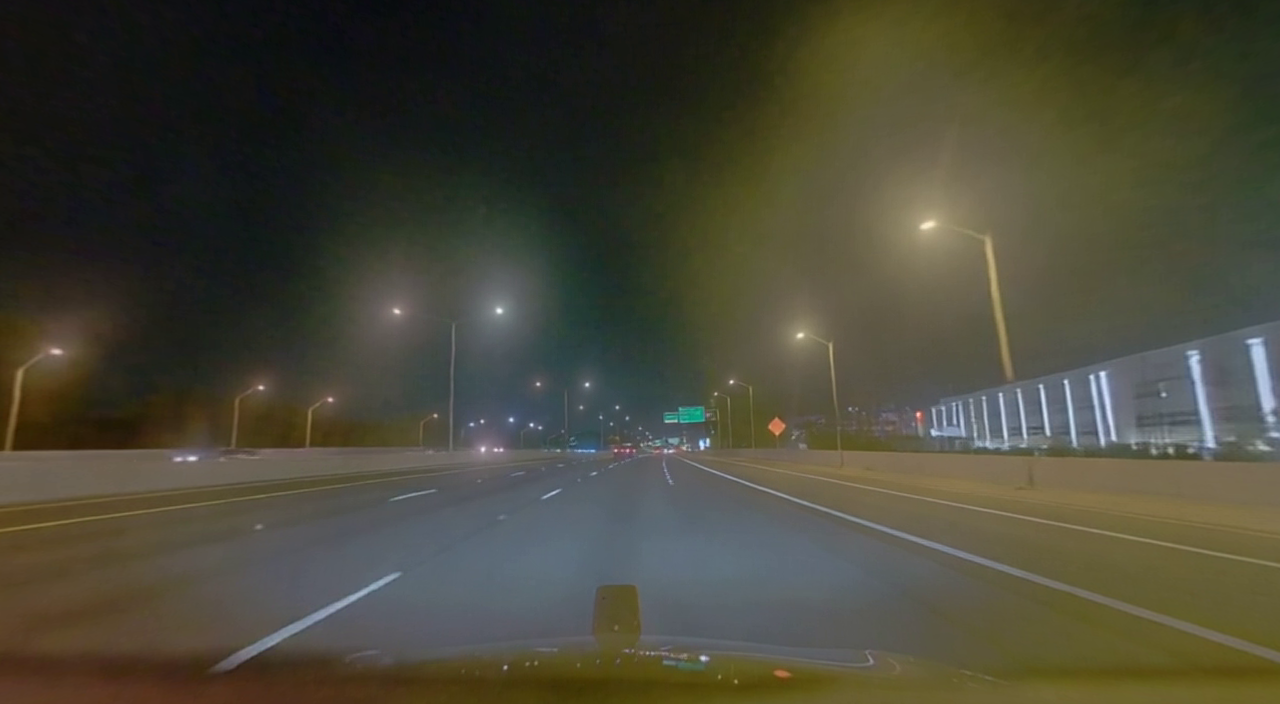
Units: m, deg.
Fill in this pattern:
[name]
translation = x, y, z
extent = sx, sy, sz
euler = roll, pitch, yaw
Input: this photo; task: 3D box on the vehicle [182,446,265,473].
[vehicle]
translation = -24.702, 6.391, 37.707
extent = 1.840, 1.495, 4.444
euler = 0, -8, 2
